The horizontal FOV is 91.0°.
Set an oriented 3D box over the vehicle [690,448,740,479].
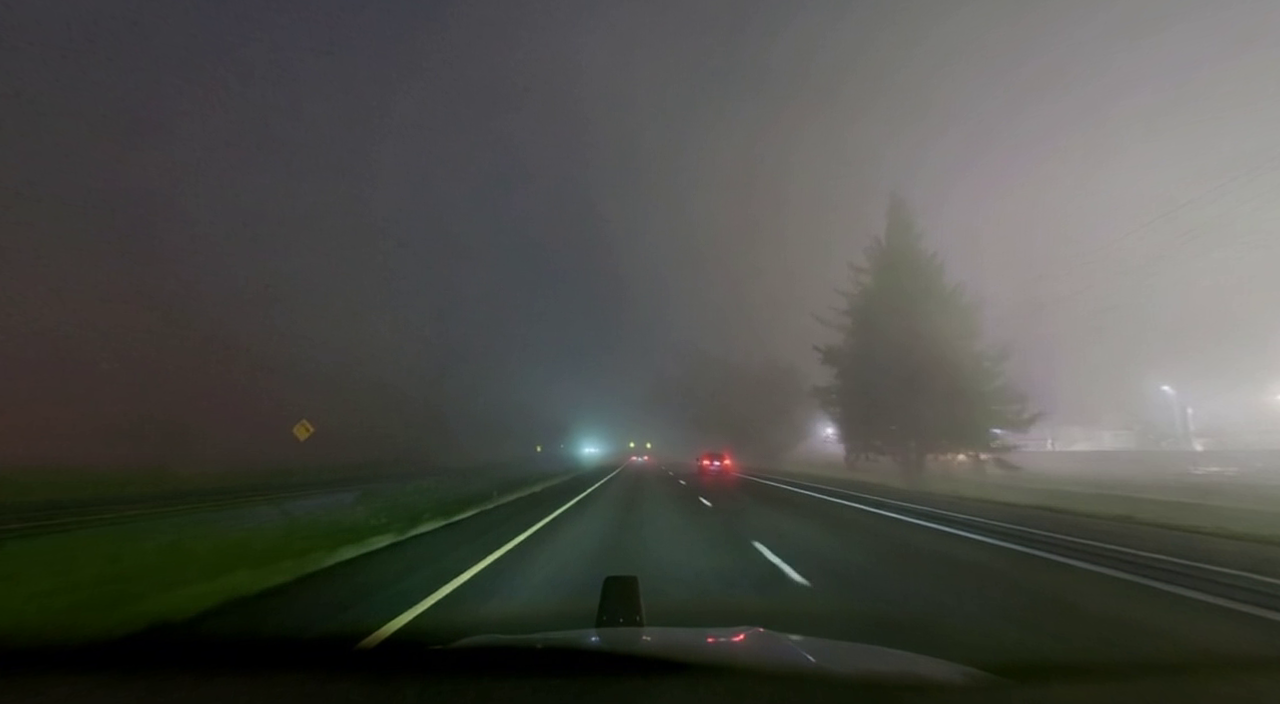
[{"bbox_3d":[3.922,5.899,33.580,2.115,1.522,4.330,0,-9,0],"label":"vehicle"}]
